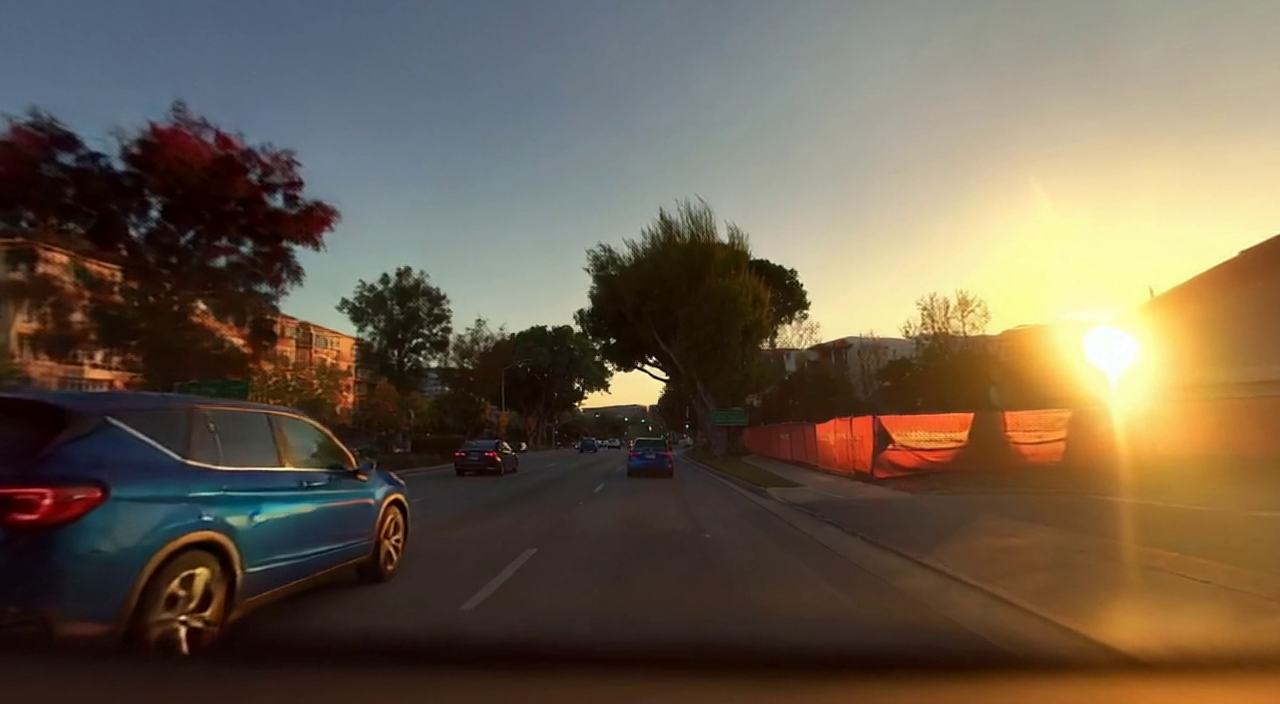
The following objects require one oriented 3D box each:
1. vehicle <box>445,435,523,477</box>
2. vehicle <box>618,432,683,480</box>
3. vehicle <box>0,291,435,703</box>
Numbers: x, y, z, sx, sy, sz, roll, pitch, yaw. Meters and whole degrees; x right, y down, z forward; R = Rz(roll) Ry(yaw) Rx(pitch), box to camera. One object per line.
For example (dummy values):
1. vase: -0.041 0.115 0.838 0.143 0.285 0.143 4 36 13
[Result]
1. vehicle: -6.060 4.095 25.033 1.877 1.479 4.430 0 -8 2
2. vehicle: 0.376 3.918 23.985 2.227 1.654 4.091 0 -8 0
3. vehicle: -3.422 1.007 4.459 2.157 1.824 4.986 0 -8 1
